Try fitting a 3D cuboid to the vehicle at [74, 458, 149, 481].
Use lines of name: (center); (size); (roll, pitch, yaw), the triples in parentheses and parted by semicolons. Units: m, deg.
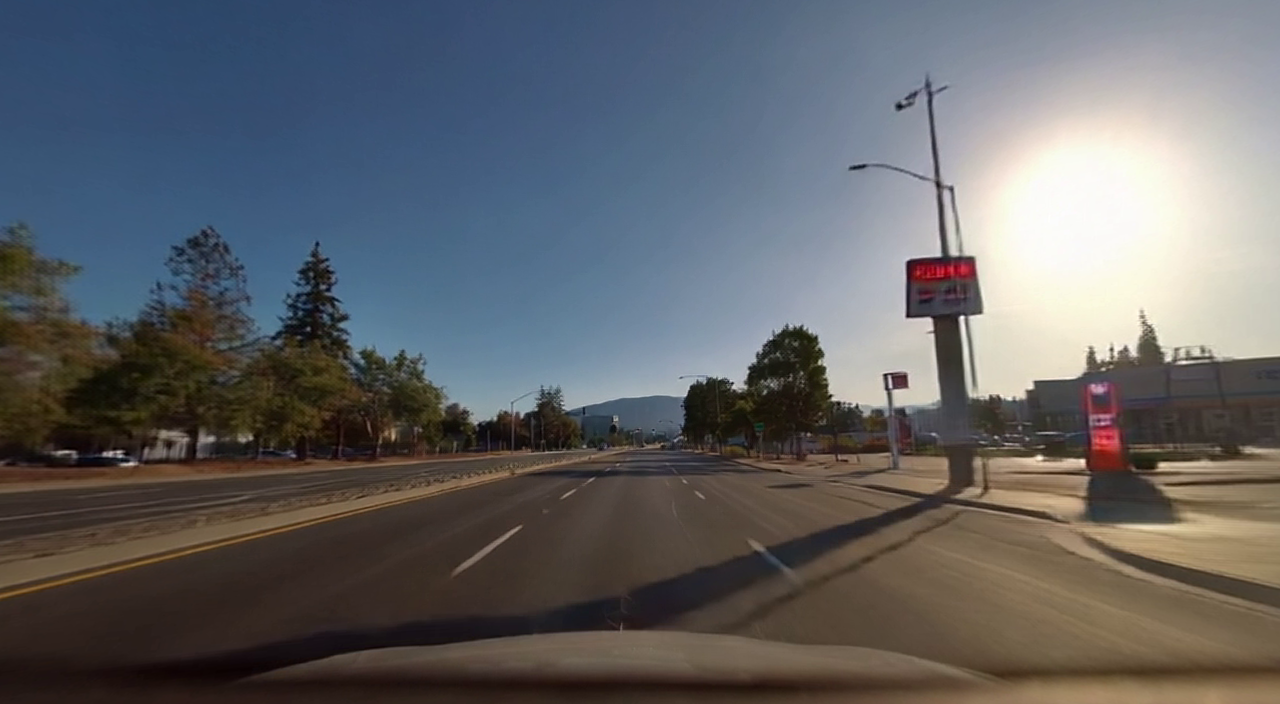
vehicle: (-40.013, 8.871, 47.831); (4.266, 1.505, 1.835); (-2, -7, 6)
